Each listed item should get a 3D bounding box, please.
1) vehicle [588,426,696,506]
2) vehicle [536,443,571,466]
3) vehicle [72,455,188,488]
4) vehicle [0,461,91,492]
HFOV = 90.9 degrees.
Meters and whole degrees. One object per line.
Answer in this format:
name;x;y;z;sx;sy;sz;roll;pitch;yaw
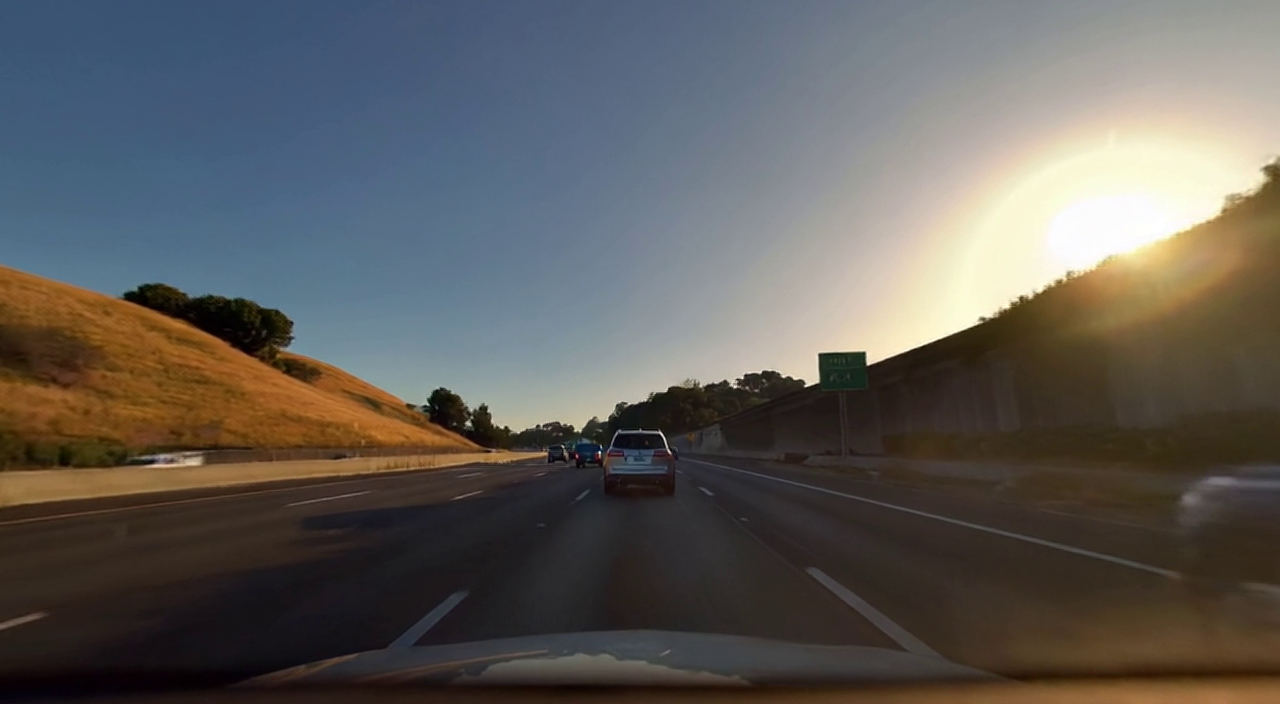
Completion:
vehicle;0.062;2.925;16.561;2.447;1.804;4.273;0;-9;1
vehicle;-6.746;8.052;49.599;2.024;1.706;4.462;0;-9;1
vehicle;-24.584;5.730;30.617;2.093;1.419;4.204;0;-9;1
vehicle;-32.041;6.568;33.521;1.766;1.428;4.355;0;-9;0
